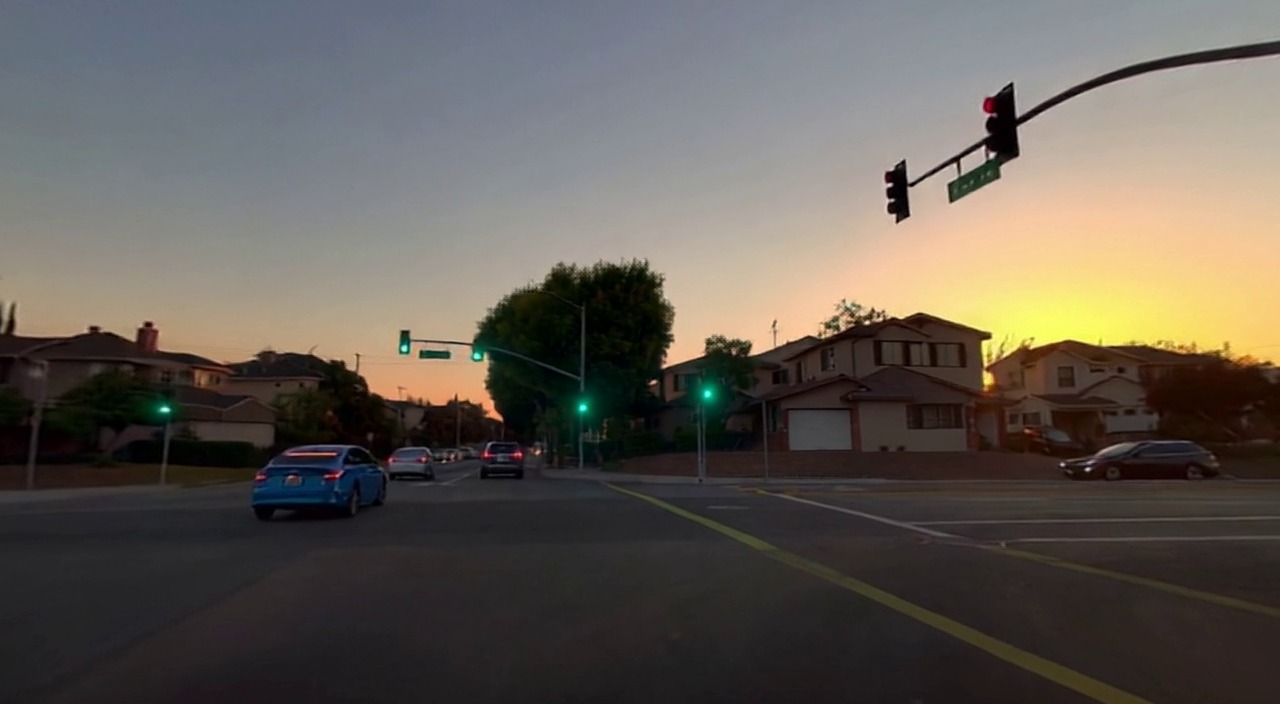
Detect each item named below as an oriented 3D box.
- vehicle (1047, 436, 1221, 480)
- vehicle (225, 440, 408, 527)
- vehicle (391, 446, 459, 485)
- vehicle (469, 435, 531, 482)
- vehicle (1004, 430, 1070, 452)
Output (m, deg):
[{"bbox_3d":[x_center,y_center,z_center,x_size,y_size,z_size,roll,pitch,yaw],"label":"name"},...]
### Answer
[{"bbox_3d":[17.001,3.679,21.946,4.353,1.431,1.876,-1,-8,4],"label":"vehicle"},{"bbox_3d":[-6.541,2.646,13.476,1.977,1.488,4.741,1,-8,-8],"label":"vehicle"},{"bbox_3d":[-8.895,4.687,26.492,1.934,1.459,4.368,1,-8,-9],"label":"vehicle"},{"bbox_3d":[-6.031,4.616,27.735,2.396,1.881,4.606,1,-9,-10],"label":"vehicle"},{"bbox_3d":[27.634,6.227,44.175,1.905,1.483,4.322,-1,-8,2],"label":"vehicle"}]
